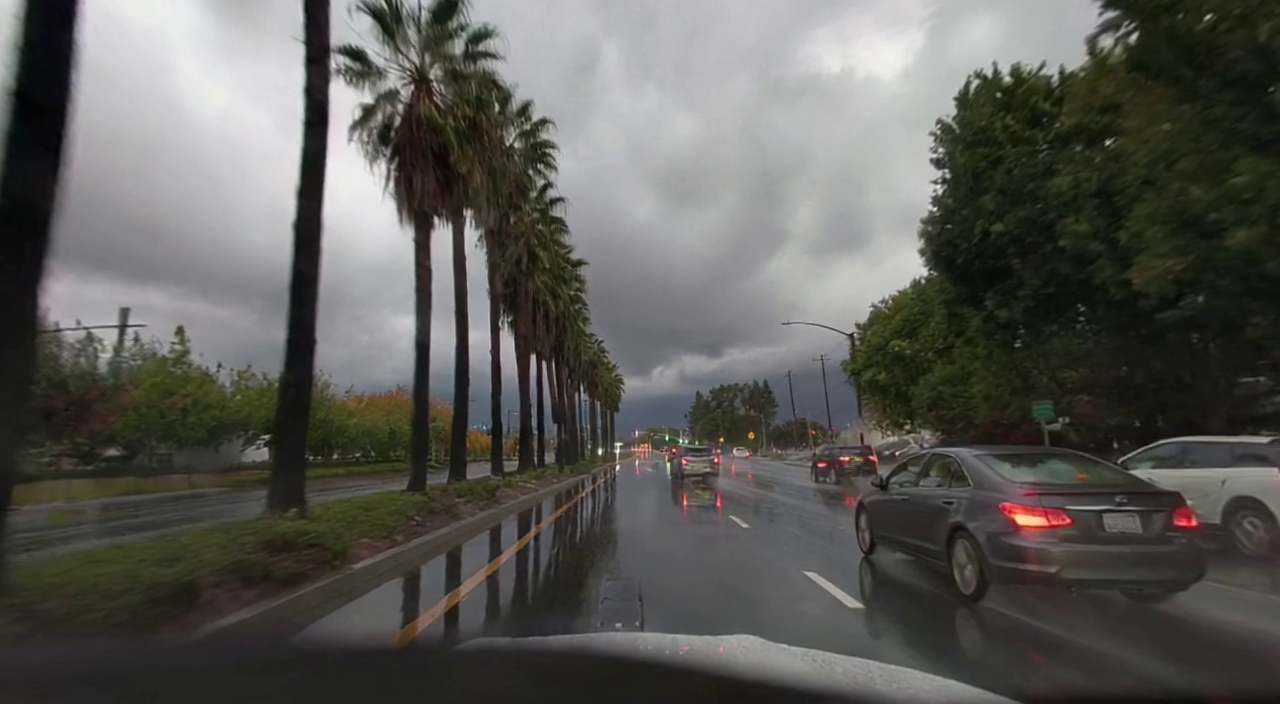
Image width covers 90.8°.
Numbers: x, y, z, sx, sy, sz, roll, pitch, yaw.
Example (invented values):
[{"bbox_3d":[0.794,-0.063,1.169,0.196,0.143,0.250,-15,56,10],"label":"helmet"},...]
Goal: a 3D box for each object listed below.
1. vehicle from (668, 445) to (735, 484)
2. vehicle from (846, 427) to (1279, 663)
[{"bbox_3d":[2.394,4.513,25.744,2.031,1.444,4.361,0,-8,-4],"label":"vehicle"},{"bbox_3d":[3.760,1.541,6.254,1.875,1.452,4.453,0,-8,-1],"label":"vehicle"}]
